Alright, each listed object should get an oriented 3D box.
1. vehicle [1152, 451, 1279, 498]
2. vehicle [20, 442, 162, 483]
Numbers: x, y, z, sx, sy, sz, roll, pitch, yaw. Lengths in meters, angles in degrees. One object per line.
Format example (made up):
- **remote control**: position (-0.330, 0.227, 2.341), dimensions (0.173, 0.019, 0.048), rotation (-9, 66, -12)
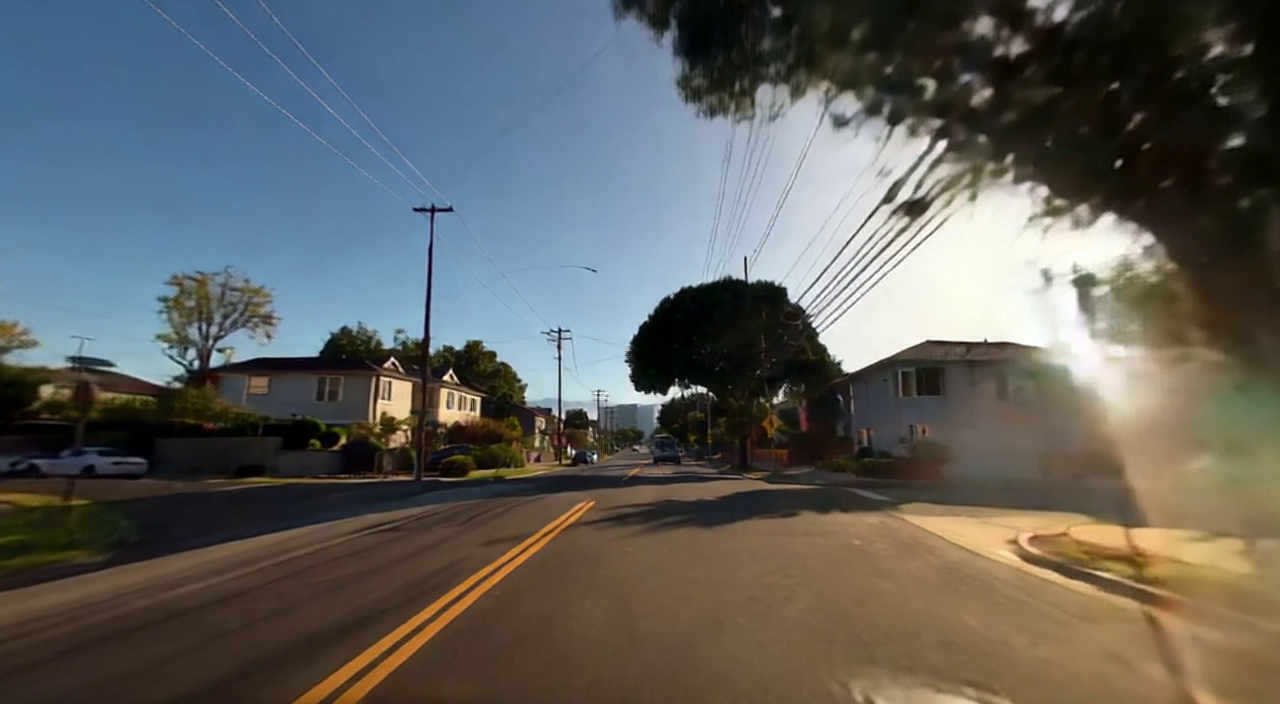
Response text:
- **vehicle**: position (20.962, 4.233, 22.033), dimensions (4.322, 1.499, 1.927), rotation (-1, -9, 7)
- **vehicle**: position (-22.340, 4.482, 25.846), dimensions (3.918, 1.577, 1.972), rotation (0, -8, -1)
